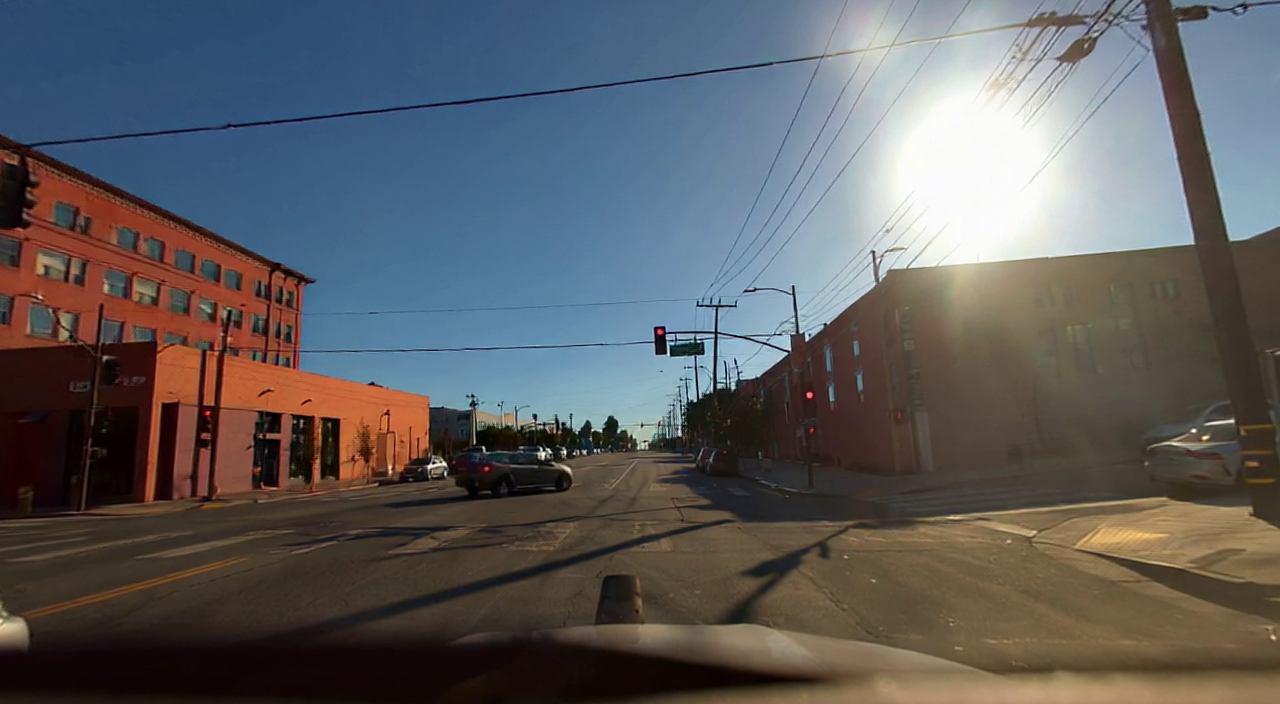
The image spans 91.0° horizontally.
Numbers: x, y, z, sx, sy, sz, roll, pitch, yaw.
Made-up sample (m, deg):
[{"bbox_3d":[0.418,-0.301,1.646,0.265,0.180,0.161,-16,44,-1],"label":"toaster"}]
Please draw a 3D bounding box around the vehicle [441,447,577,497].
[{"bbox_3d":[-4.744,4.378,23.421,2.120,1.650,4.525,-7,-12,41],"label":"vehicle"}]

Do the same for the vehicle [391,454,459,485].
[{"bbox_3d":[-12.046,6.591,35.564,1.943,1.574,4.727,0,-9,3],"label":"vehicle"}]

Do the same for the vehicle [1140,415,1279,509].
[{"bbox_3d":[12.653,2.201,12.779,3.234,1.746,1.941,0,-9,1],"label":"vehicle"}]
